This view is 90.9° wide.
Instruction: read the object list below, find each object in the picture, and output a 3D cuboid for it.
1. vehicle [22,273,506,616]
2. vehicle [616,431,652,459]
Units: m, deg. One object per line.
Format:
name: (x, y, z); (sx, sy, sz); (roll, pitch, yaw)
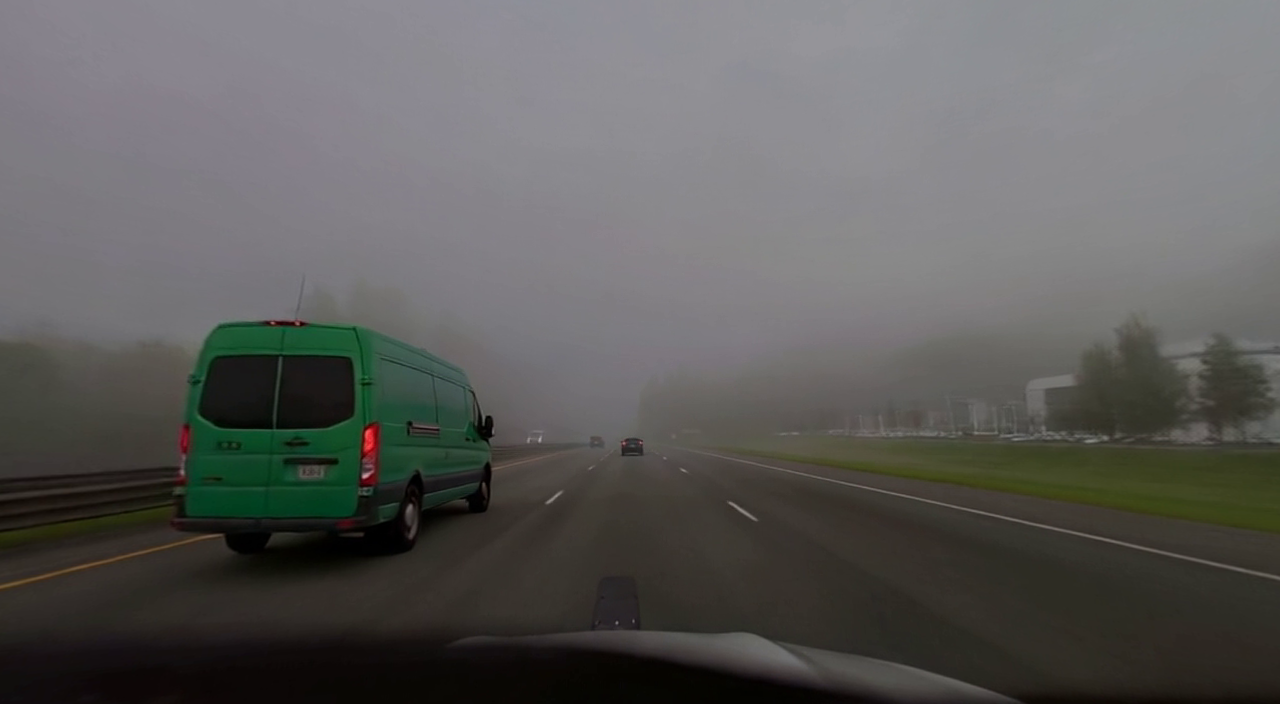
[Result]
vehicle: (-3.414, 1.047, 7.705); (2.424, 2.577, 5.828); (0, -8, -2)
vehicle: (-0.370, 5.718, 38.996); (2.104, 1.646, 4.176); (0, -8, -1)
